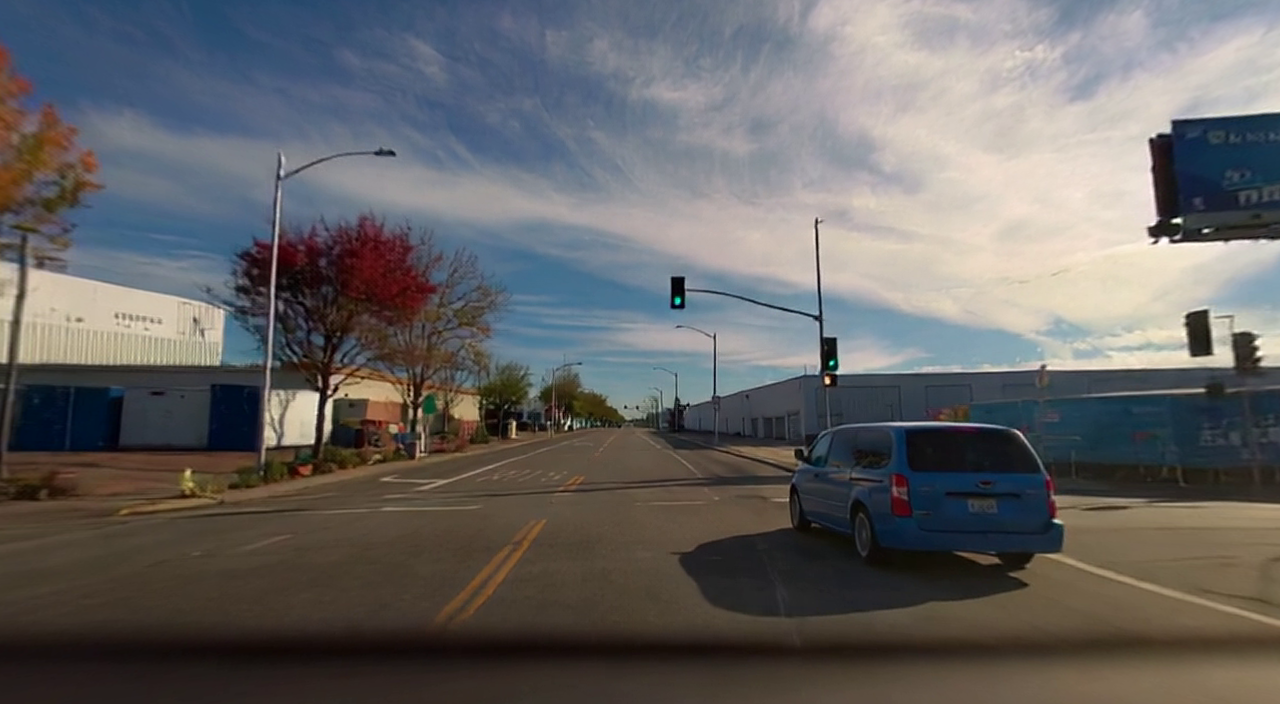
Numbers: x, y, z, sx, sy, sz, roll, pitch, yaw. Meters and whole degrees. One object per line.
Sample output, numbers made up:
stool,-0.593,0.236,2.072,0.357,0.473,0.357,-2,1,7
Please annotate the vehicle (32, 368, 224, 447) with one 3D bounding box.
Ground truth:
vehicle,-27.598,3.136,34.815,2.943,3.741,9.094,1,-6,0

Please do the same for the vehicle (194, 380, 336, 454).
vehicle,-20.747,3.620,35.615,3.337,3.644,7.945,1,-5,-2

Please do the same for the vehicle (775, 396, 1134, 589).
vehicle,3.532,1.672,8.482,2.202,1.822,4.826,1,-8,-2
